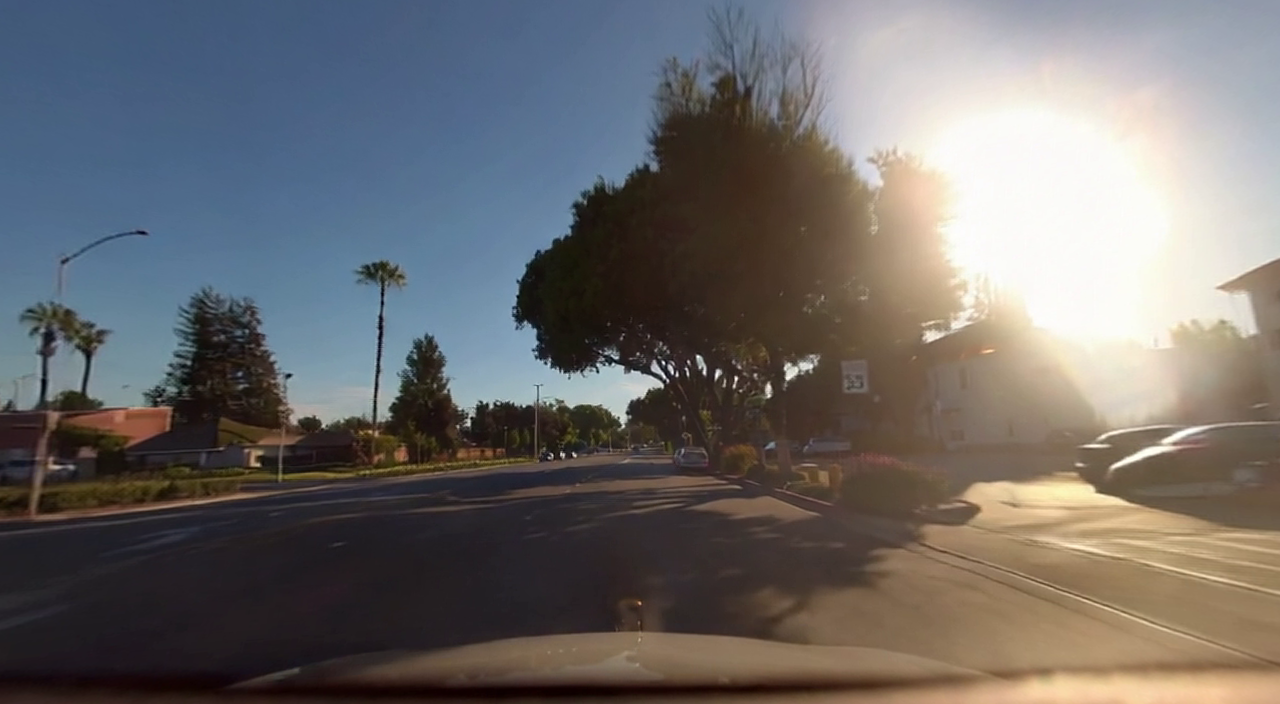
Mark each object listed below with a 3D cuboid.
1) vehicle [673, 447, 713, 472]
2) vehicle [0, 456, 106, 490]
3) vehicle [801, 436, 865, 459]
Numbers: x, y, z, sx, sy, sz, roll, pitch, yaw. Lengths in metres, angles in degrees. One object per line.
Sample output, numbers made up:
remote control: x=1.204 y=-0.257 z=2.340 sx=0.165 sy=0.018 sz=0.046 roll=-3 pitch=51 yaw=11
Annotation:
vehicle: x=3.317 y=6.804 z=40.255 sx=2.080 sy=1.503 sz=4.821 roll=0 pitch=-9 yaw=0
vehicle: x=-35.836 y=7.305 z=38.537 sx=2.007 sy=1.822 sz=4.919 roll=0 pitch=-9 yaw=2
vehicle: x=14.701 y=7.311 z=48.305 sx=4.290 sy=1.717 sz=2.013 roll=-1 pitch=-9 yaw=5
